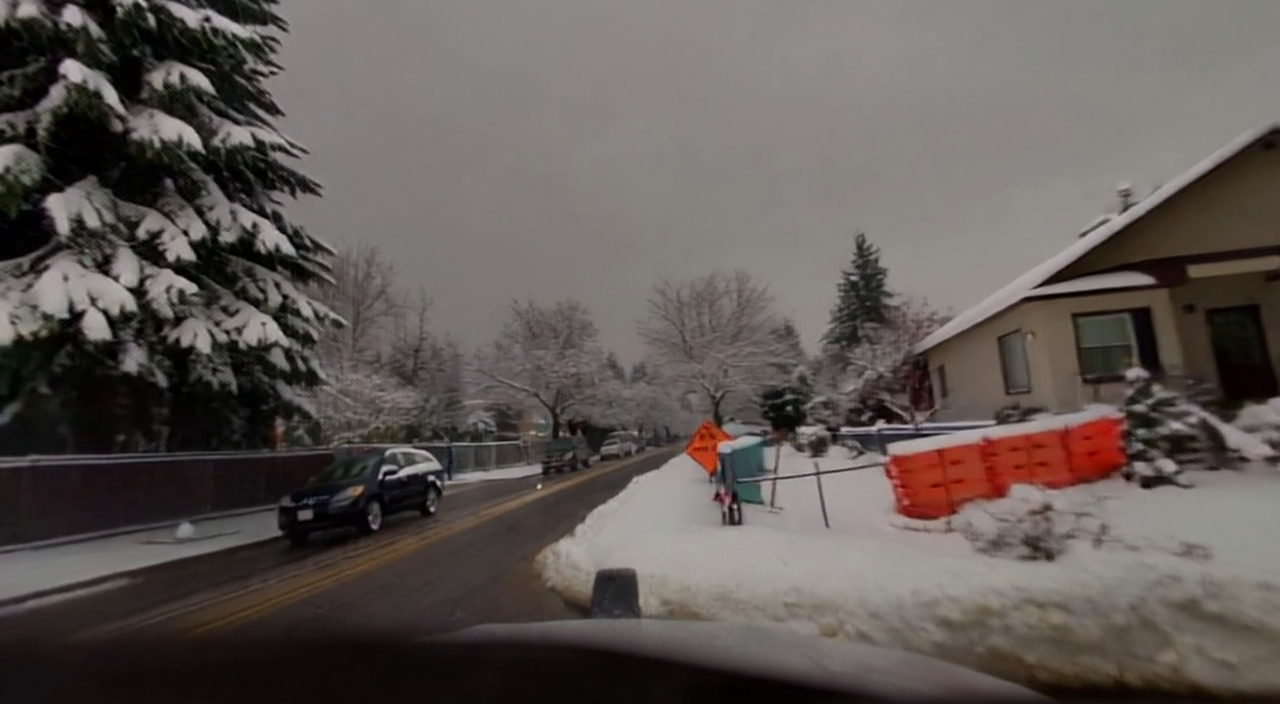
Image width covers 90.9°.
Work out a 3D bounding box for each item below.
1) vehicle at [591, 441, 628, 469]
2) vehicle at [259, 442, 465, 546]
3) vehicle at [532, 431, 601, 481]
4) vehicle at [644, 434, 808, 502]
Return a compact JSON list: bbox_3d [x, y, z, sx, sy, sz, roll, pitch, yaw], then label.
[{"bbox_3d":[-1.894,6.521,40.305,1.765,1.493,4.130,2,-6,6],"label":"vehicle"},{"bbox_3d":[-5.291,2.694,12.731,1.899,1.524,4.082,2,-6,7],"label":"vehicle"},{"bbox_3d":[-3.338,4.787,29.601,2.042,1.937,4.960,2,-6,7],"label":"vehicle"},{"bbox_3d":[2.226,2.798,15.747,4.070,1.436,1.827,6,-10,-42],"label":"vehicle"}]
